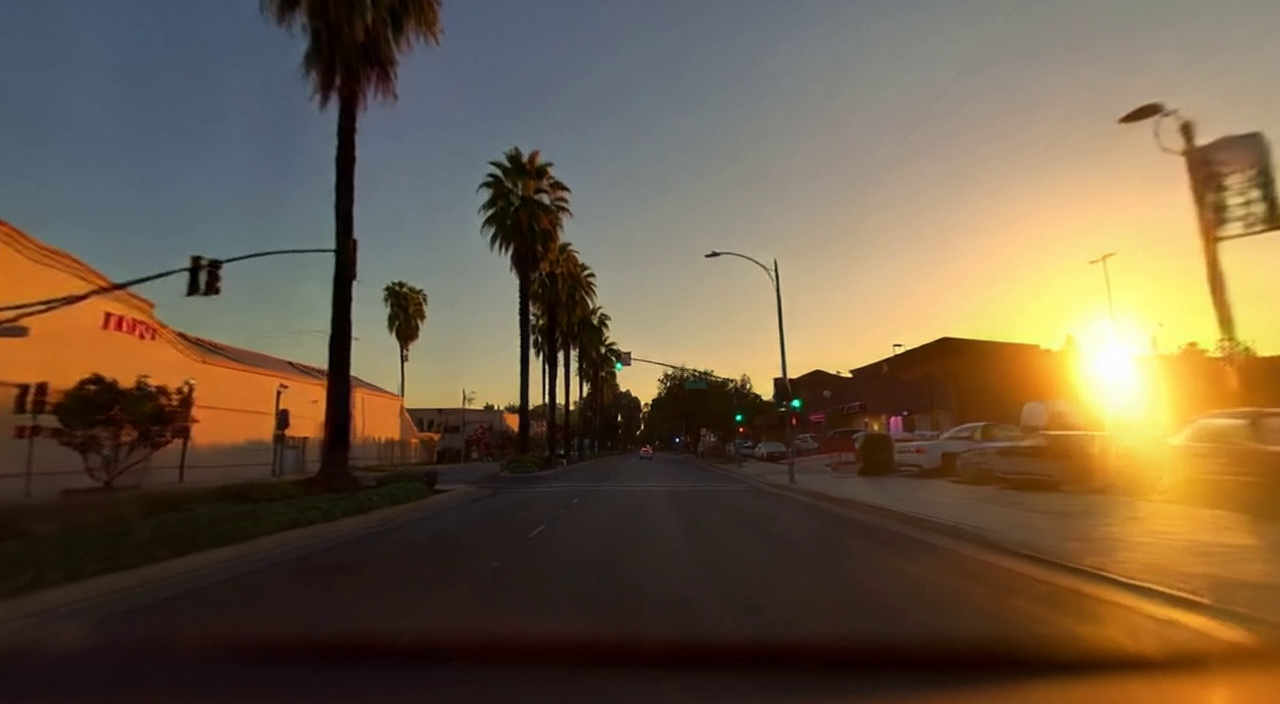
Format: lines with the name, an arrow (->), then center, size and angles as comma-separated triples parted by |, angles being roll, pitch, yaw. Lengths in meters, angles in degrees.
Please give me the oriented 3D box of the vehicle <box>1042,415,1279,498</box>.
vehicle -> 11.540, 2.264, 13.691 | 4.273, 1.628, 1.865 | 0, -10, -4
